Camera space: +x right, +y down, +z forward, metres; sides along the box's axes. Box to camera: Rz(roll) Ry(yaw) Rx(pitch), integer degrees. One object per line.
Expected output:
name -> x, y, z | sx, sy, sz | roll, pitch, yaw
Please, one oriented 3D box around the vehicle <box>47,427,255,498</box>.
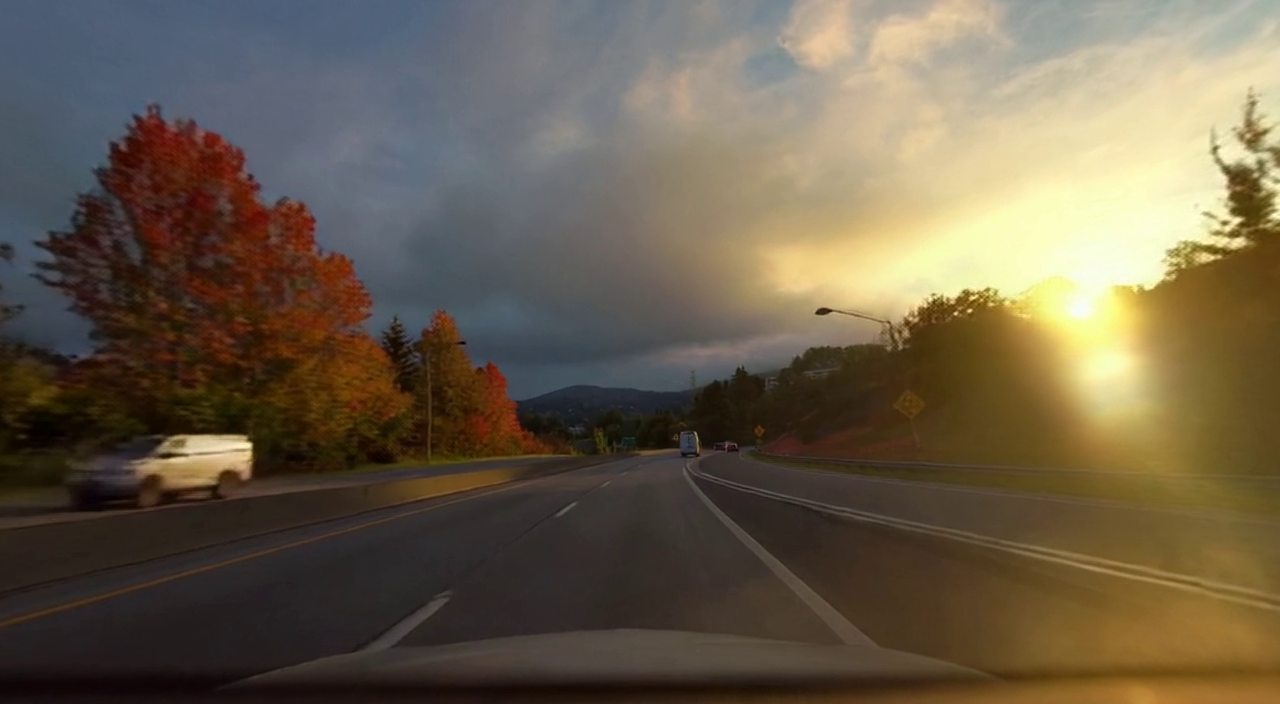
vehicle -> -15.187, 3.467, 20.009 | 2.089, 1.939, 5.262 | -1, -9, 4
